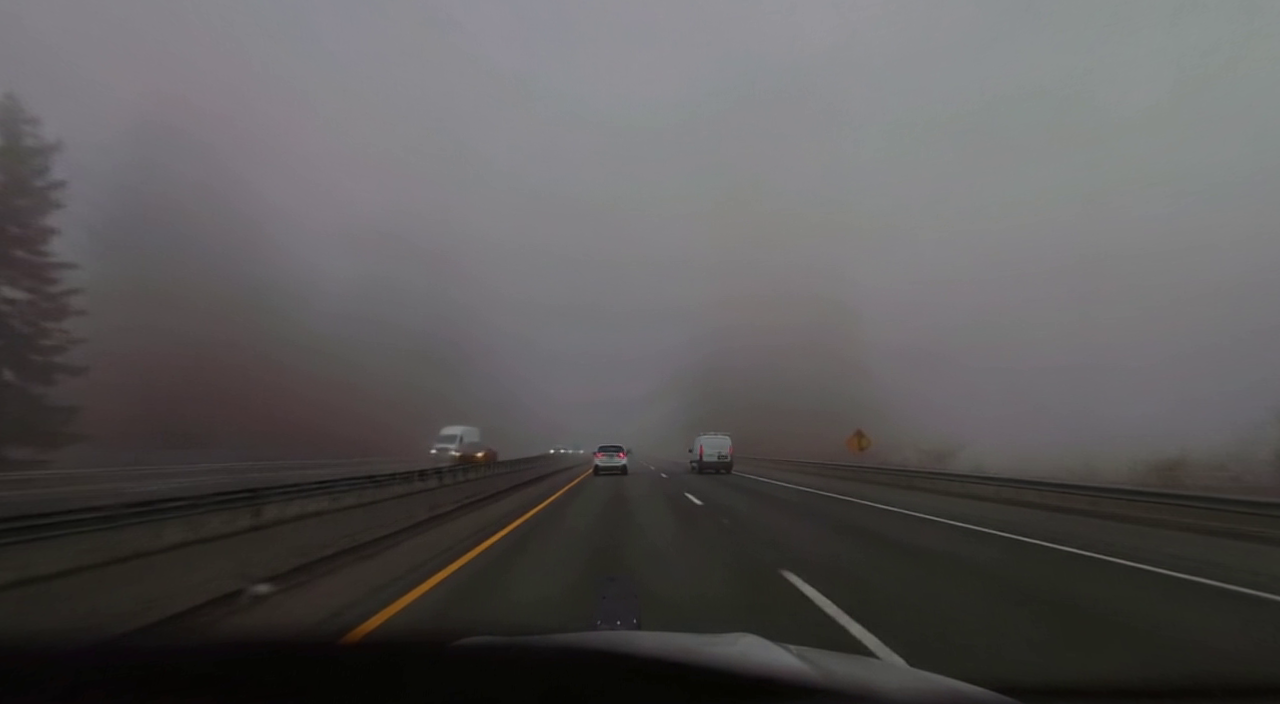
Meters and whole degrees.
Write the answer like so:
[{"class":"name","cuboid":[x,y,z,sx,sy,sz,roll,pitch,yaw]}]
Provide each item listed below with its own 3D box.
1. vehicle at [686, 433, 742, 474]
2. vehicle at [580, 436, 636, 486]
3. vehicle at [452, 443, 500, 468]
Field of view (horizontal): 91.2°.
[{"class":"vehicle","cuboid":[3.723,5.210,32.244,2.179,1.930,4.538,0,-9,-2]},{"class":"vehicle","cuboid":[-1.147,4.122,24.015,1.963,1.711,4.284,0,-9,-1]},{"class":"vehicle","cuboid":[-10.609,6.737,40.934,1.932,1.530,4.684,0,-9,-1]}]
